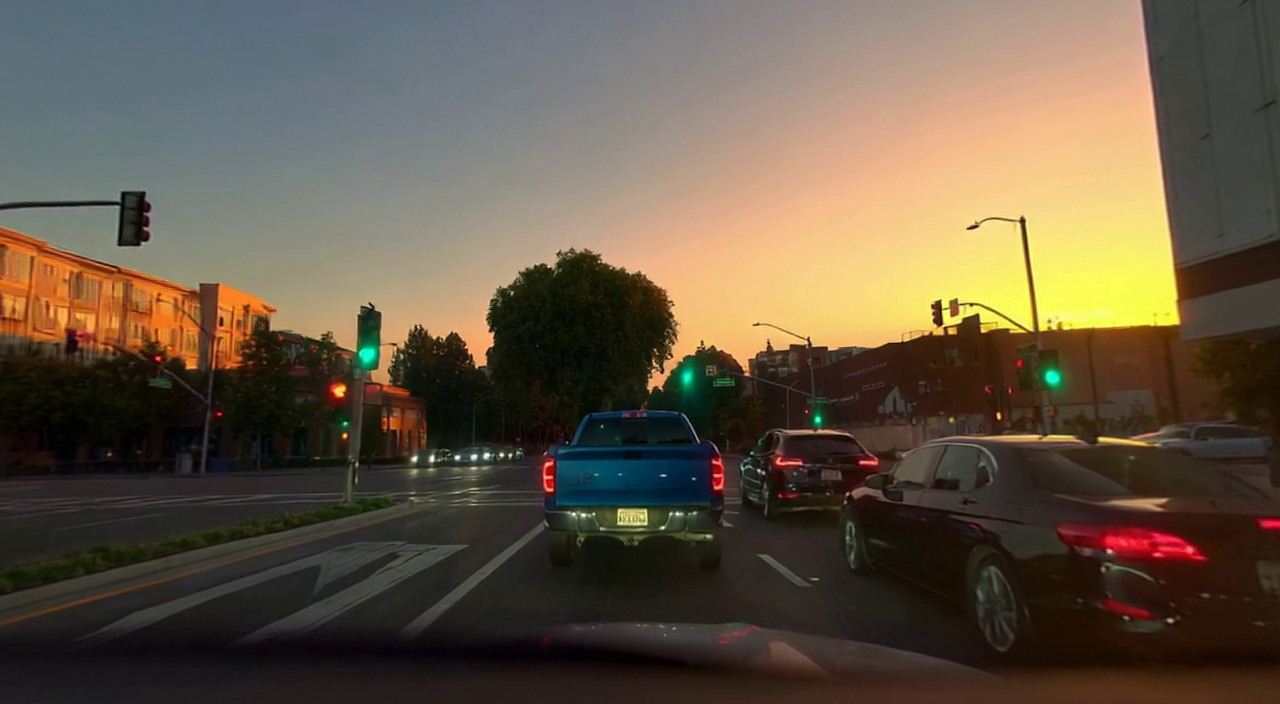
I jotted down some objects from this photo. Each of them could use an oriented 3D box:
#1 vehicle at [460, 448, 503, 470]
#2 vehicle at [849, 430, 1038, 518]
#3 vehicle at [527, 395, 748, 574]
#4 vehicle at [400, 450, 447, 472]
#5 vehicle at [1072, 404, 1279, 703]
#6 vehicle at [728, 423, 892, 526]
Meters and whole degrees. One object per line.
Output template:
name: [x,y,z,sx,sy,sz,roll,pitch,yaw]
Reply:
vehicle: [-11.758,7.971,47.282,1.989,1.459,4.667,0,-8,0]
vehicle: [6.510,2.643,14.227,2.002,1.651,4.305,0,-8,-2]
vehicle: [-0.125,1.740,9.071,2.344,1.883,4.572,0,-8,-3]
vehicle: [-15.823,7.943,46.413,1.915,1.491,4.347,0,-8,0]
vehicle: [3.247,0.735,0.965,2.057,1.463,4.365,0,-8,0]
vehicle: [3.215,2.416,13.037,2.013,1.742,4.424,0,-8,-2]
